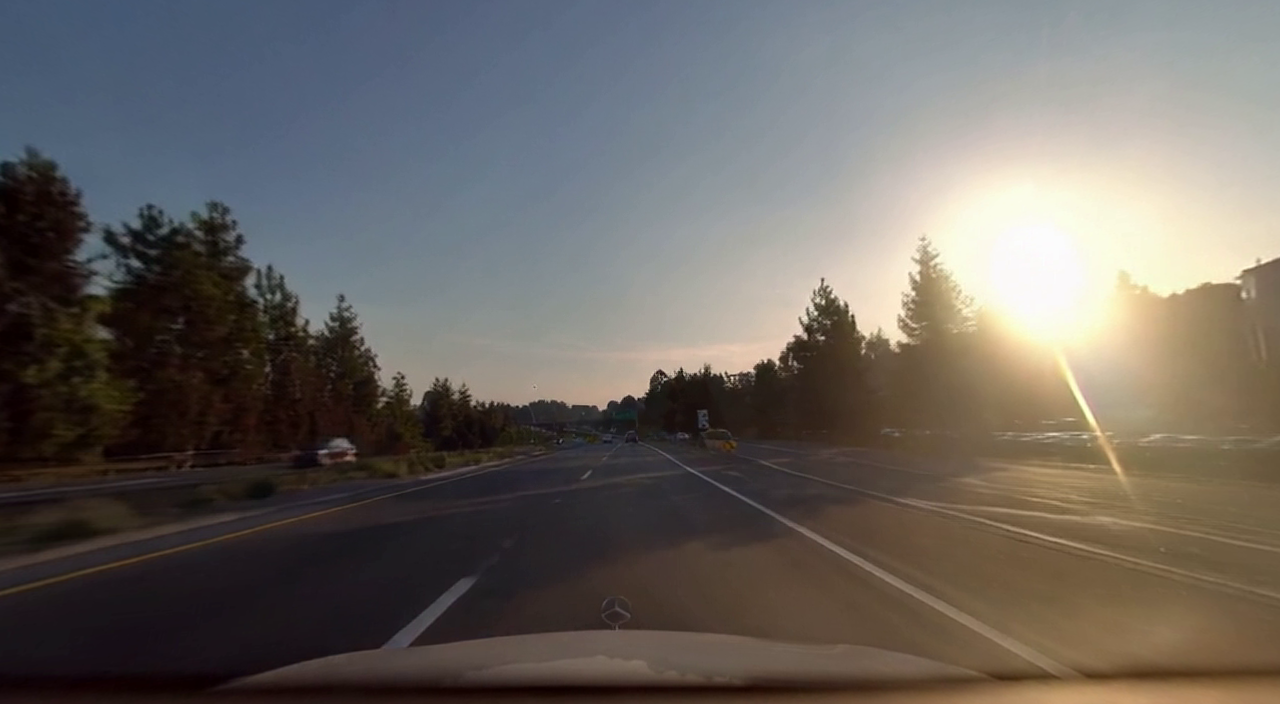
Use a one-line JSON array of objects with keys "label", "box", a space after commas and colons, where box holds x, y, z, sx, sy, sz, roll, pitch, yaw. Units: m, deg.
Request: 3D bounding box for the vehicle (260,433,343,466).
[{"label": "vehicle", "box": [-16.971, 4.898, 31.842, 1.911, 1.540, 4.149, 0, -8, -1]}]
